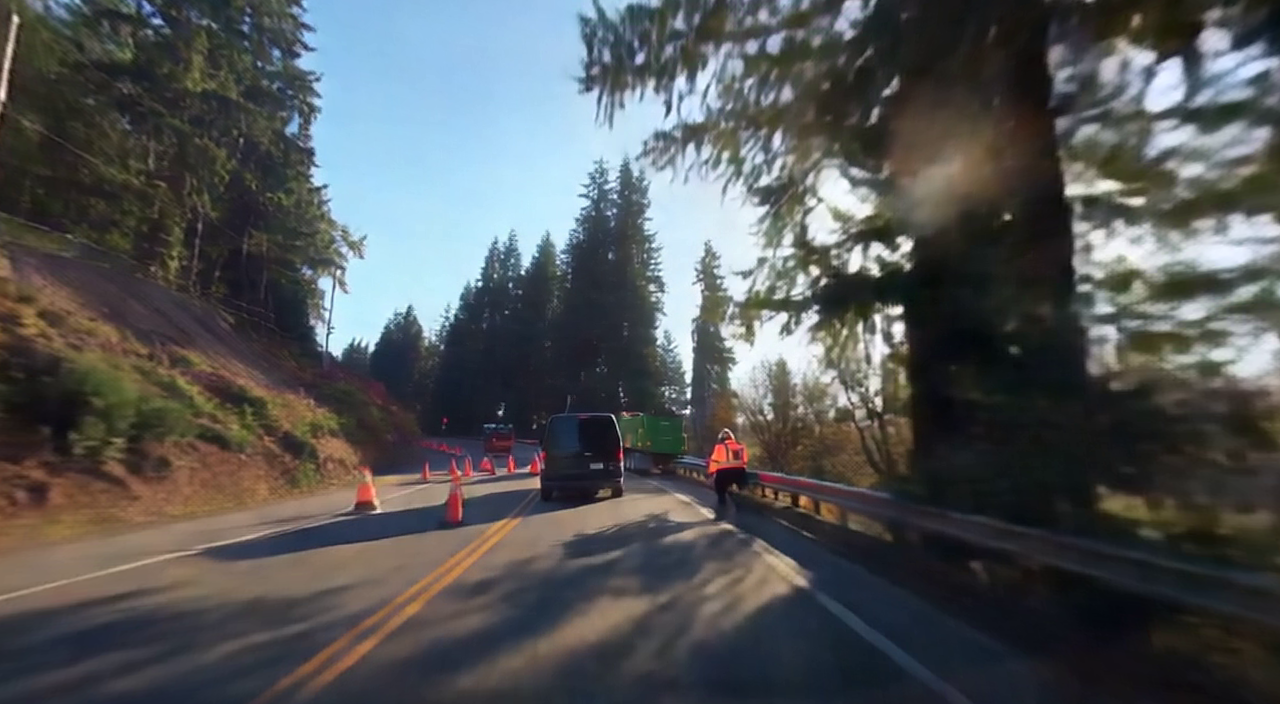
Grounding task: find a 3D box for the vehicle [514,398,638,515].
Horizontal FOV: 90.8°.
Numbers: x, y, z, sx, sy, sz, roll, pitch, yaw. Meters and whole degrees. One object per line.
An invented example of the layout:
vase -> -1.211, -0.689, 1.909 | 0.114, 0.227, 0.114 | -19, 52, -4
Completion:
vehicle -> -1.337, 2.383, 14.699 | 2.362, 2.223, 4.892 | 0, -9, -3
